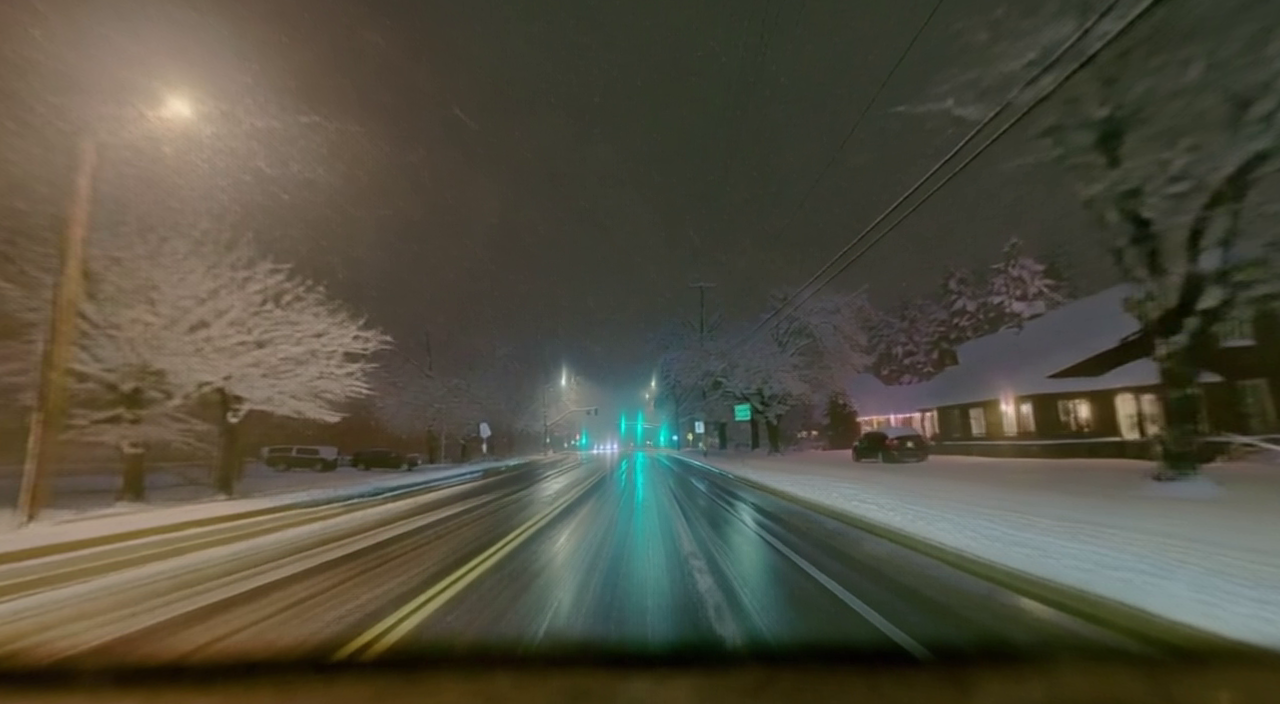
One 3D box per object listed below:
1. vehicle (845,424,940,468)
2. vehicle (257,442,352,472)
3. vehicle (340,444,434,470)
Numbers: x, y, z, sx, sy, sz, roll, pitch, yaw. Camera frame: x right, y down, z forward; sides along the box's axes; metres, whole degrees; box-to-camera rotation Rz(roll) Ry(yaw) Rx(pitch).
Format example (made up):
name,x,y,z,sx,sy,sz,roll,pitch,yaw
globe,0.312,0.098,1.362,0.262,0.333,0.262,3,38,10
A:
name,x,y,z,sx,sy,sz,roll,pitch,yaw
vehicle,9.822,3.731,24.968,1.805,1.571,4.467,0,-8,-2
vehicle,-18.980,5.970,35.801,4.233,1.623,1.943,0,-8,1
vehicle,-15.154,6.309,37.958,4.787,1.474,1.967,-1,-8,3
